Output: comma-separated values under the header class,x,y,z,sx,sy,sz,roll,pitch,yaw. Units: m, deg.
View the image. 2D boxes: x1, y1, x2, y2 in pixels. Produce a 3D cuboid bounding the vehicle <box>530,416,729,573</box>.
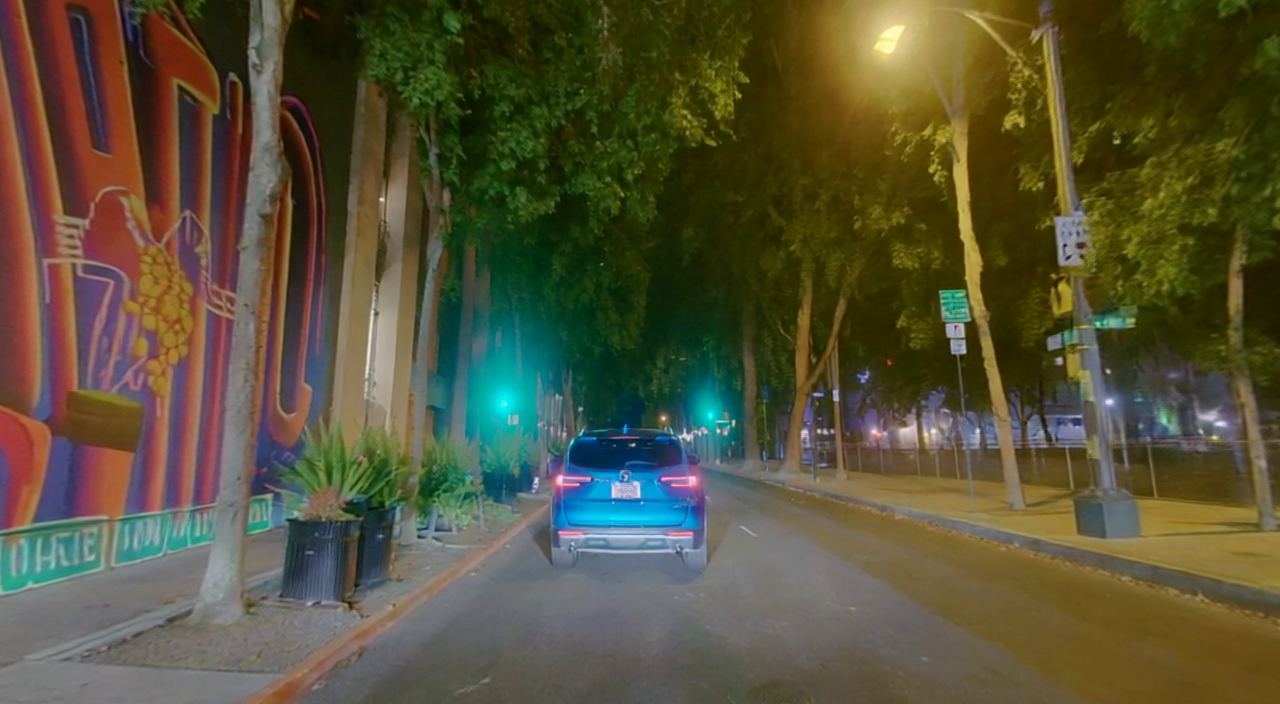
class,x,y,z,sx,sy,sz,roll,pitch,yaw
vehicle,-0.133,1.785,8.626,2.079,1.621,3.861,0,-8,-1
